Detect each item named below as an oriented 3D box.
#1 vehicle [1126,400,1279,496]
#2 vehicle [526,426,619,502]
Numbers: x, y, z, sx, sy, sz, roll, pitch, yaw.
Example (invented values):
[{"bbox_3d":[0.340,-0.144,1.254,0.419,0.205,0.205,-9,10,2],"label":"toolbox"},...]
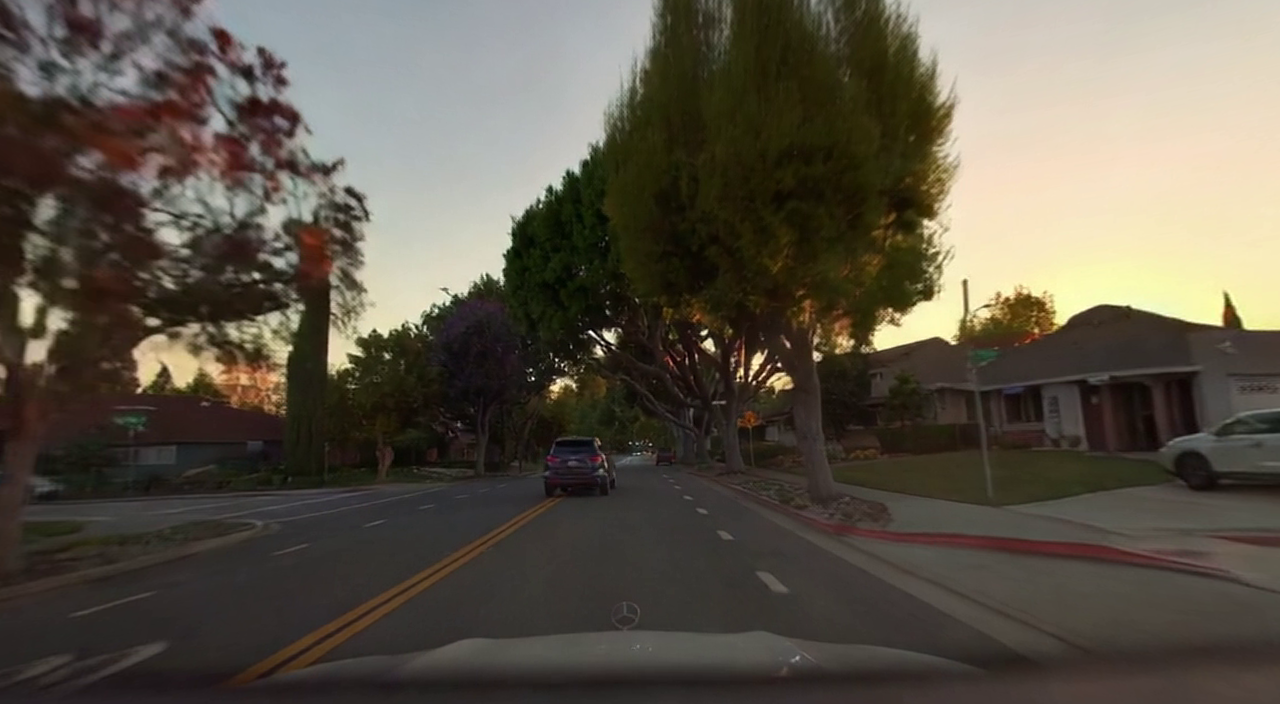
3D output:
[{"bbox_3d":[9.474,1.312,8.570,1.922,1.263,4.664,1,-8,-3],"label":"vehicle"},{"bbox_3d":[-1.905,3.373,19.499,2.210,2.023,4.663,0,-8,2],"label":"vehicle"}]
